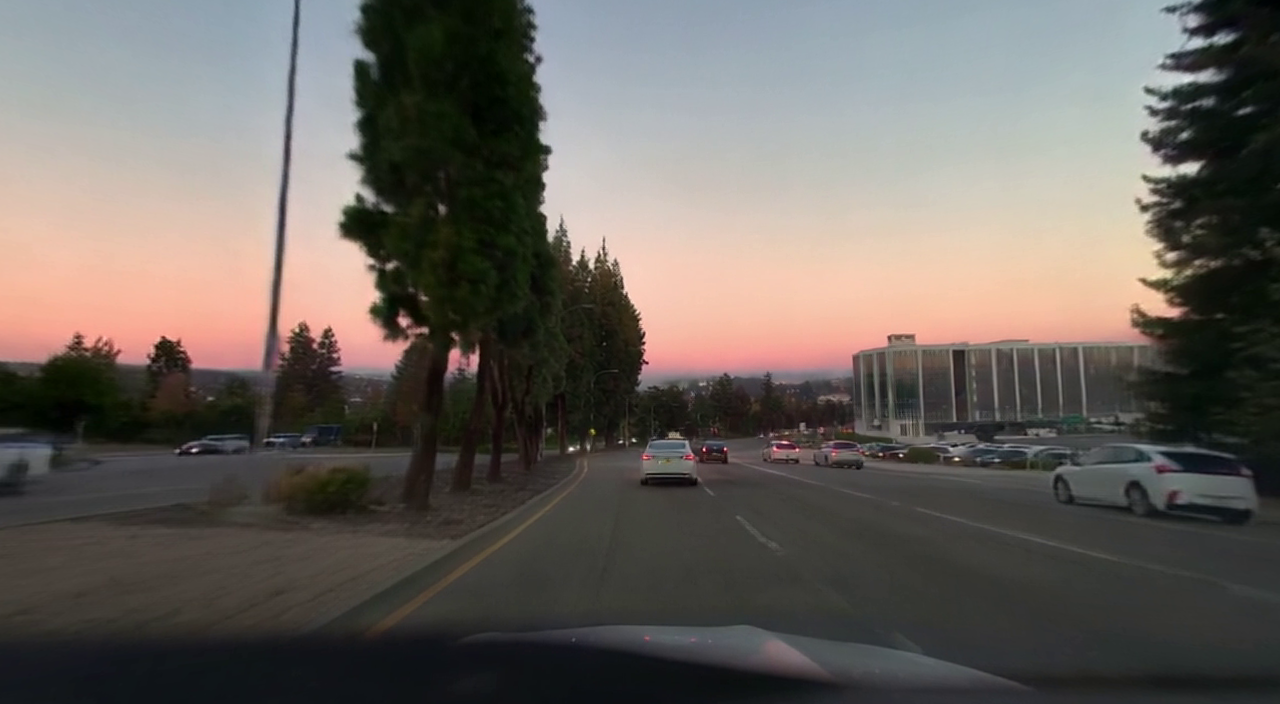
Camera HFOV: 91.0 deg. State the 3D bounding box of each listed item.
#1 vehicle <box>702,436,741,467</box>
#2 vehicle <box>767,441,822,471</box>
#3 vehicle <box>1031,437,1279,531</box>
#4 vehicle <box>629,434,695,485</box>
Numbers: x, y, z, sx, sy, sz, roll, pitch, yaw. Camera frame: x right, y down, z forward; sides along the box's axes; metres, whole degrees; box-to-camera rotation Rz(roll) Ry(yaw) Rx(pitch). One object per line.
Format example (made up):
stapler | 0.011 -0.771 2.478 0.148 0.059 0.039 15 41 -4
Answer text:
vehicle | 5.052 6.225 39.575 1.976 1.796 4.159 0 -8 2
vehicle | 8.187 5.529 33.755 1.928 1.488 4.361 0 -8 1
vehicle | 11.423 2.819 14.202 2.106 1.719 4.830 0 -8 0
vehicle | 0.739 3.801 22.564 2.145 1.603 4.369 0 -8 1
